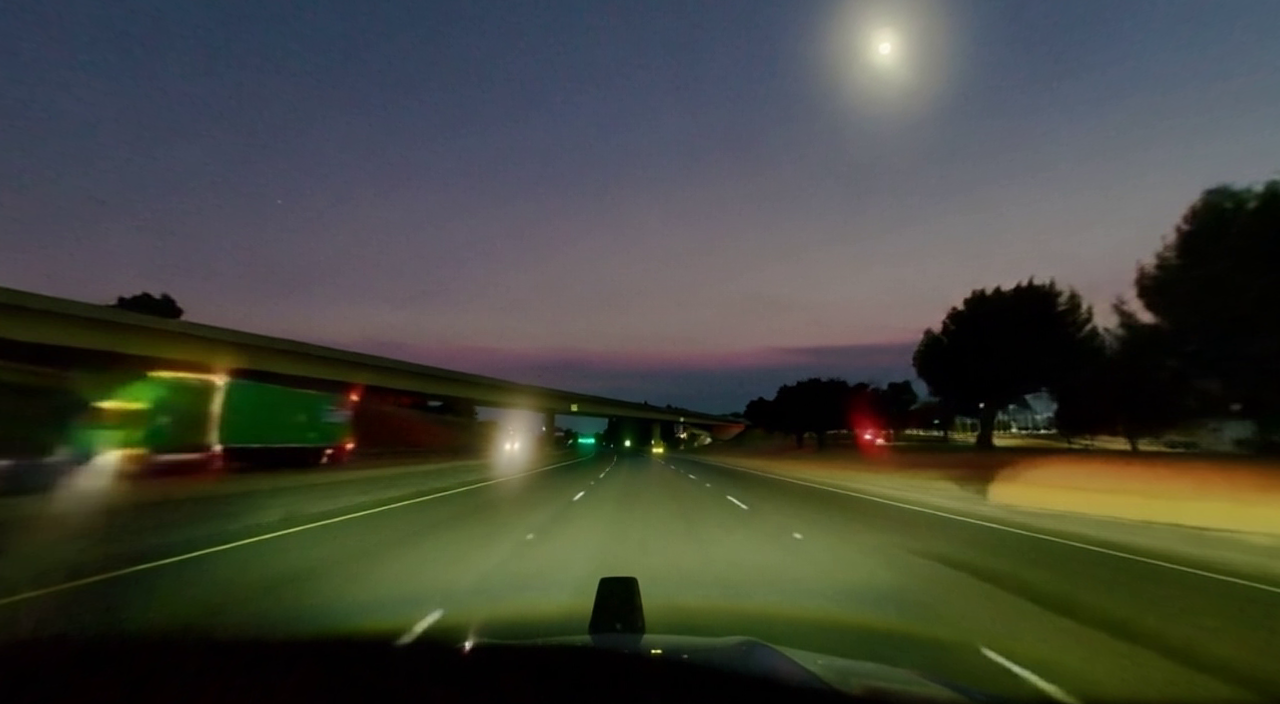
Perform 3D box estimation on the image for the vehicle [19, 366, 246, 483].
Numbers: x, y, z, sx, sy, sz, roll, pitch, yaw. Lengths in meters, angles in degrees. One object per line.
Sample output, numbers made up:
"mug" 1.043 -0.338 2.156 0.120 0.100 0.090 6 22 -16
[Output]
"vehicle" -18.845 2.901 24.189 3.317 3.898 6.395 0 -9 -3
